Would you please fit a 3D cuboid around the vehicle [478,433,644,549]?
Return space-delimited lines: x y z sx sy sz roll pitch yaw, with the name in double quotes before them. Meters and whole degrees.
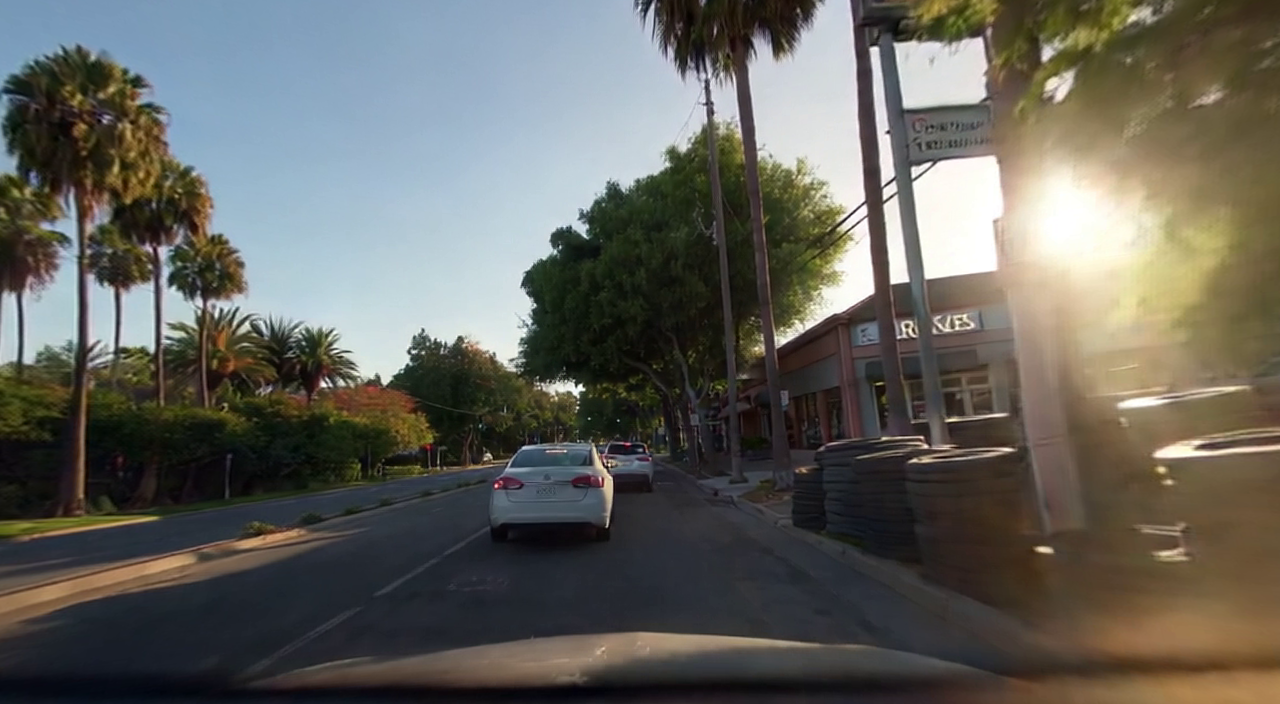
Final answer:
"vehicle" -1.097 2.137 10.413 2.169 1.495 4.048 0 -8 -2
